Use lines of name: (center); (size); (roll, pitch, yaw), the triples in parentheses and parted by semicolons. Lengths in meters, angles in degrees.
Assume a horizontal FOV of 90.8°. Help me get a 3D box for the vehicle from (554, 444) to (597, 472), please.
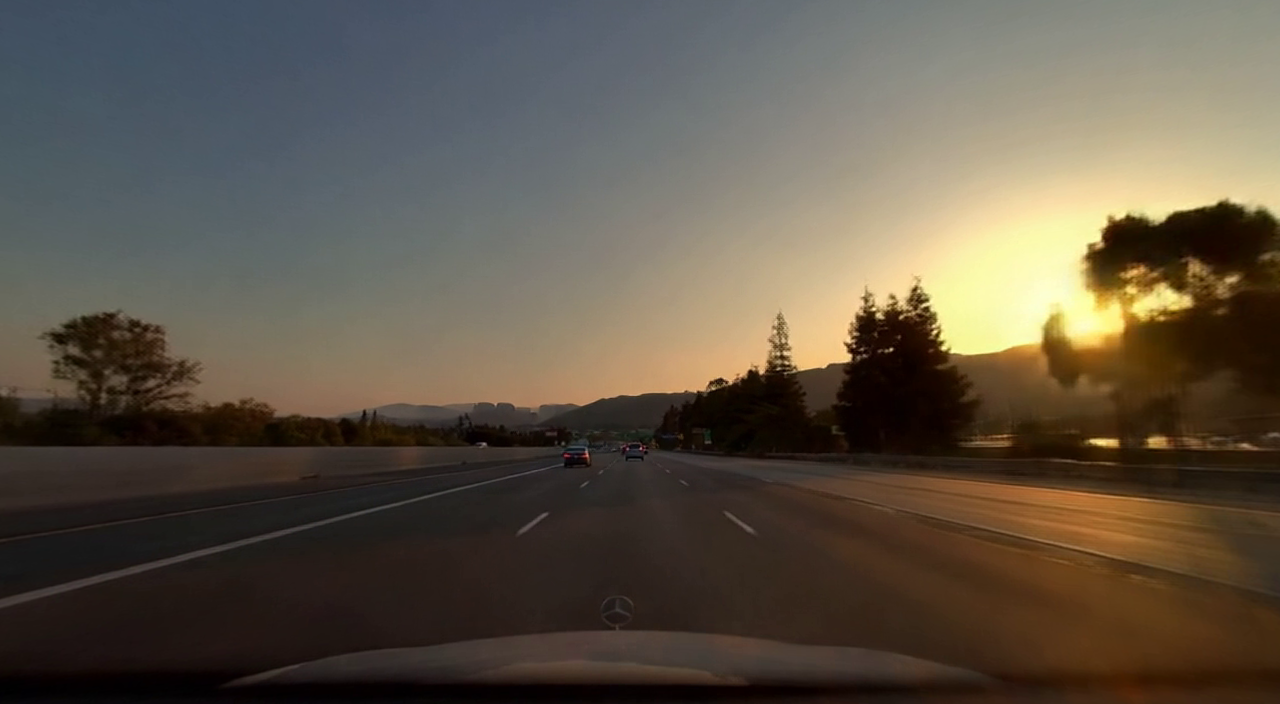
vehicle: (-3.912, 6.510, 39.048); (2.140, 1.574, 4.946); (0, -8, 0)
